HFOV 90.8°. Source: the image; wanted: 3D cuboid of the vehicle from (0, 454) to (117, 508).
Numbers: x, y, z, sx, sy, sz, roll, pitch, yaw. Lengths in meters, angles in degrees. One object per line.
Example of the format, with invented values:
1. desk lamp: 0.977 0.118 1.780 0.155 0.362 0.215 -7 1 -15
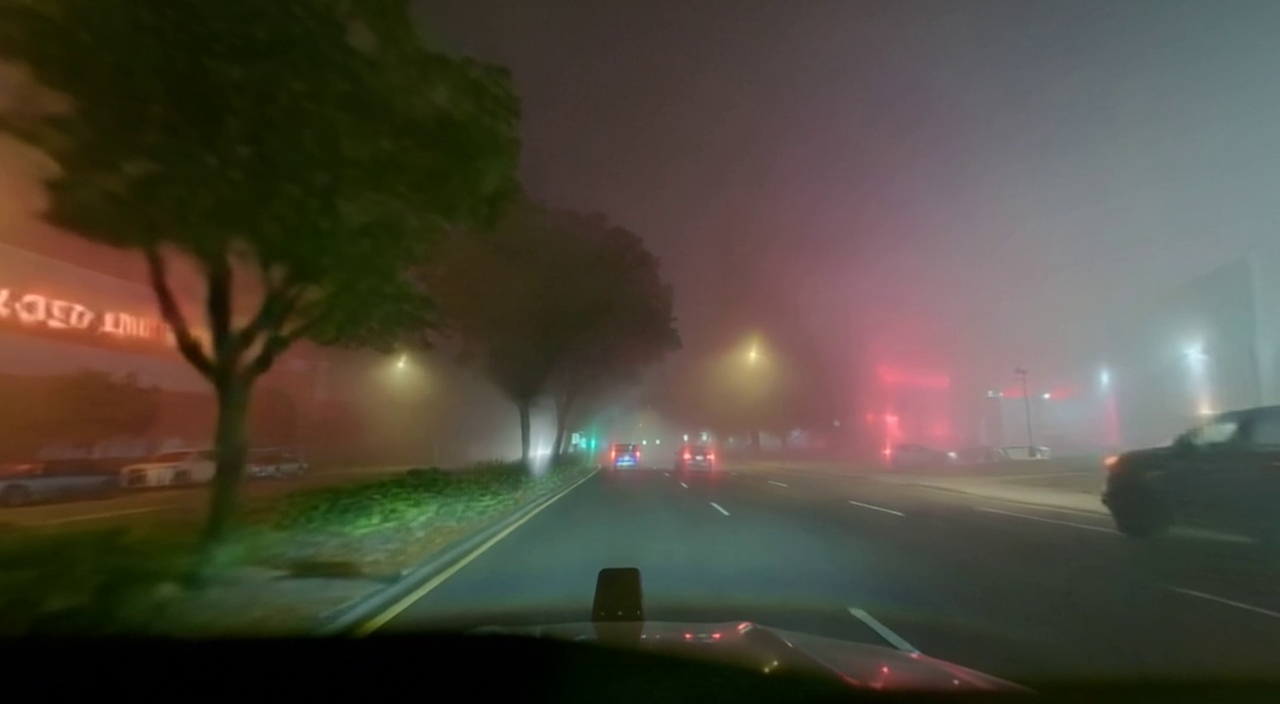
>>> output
1. vehicle: -19.506 4.025 19.992 1.874 1.483 4.742 0 -8 0

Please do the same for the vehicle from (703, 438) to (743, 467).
1. vehicle: 6.054 7.362 46.627 2.052 1.990 4.736 0 -8 -2

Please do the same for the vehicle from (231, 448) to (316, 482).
1. vehicle: -19.709 6.057 34.250 2.019 1.687 4.484 0 -8 -2

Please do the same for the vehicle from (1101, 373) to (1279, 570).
1. vehicle: 10.232 1.537 8.048 3.082 2.655 7.381 0 -8 0

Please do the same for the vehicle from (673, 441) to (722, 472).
1. vehicle: 2.980 5.525 33.602 1.993 1.477 4.240 0 -8 -3

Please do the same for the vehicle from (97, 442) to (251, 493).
1. vehicle: -19.464 4.797 26.860 2.241 1.891 5.637 0 -8 0

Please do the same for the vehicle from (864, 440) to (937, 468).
1. vehicle: 19.862 7.781 48.464 2.150 1.966 5.027 3 -9 -23

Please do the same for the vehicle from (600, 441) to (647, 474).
1. vehicle: -0.796 5.001 30.187 2.101 1.444 4.248 0 -8 -2
